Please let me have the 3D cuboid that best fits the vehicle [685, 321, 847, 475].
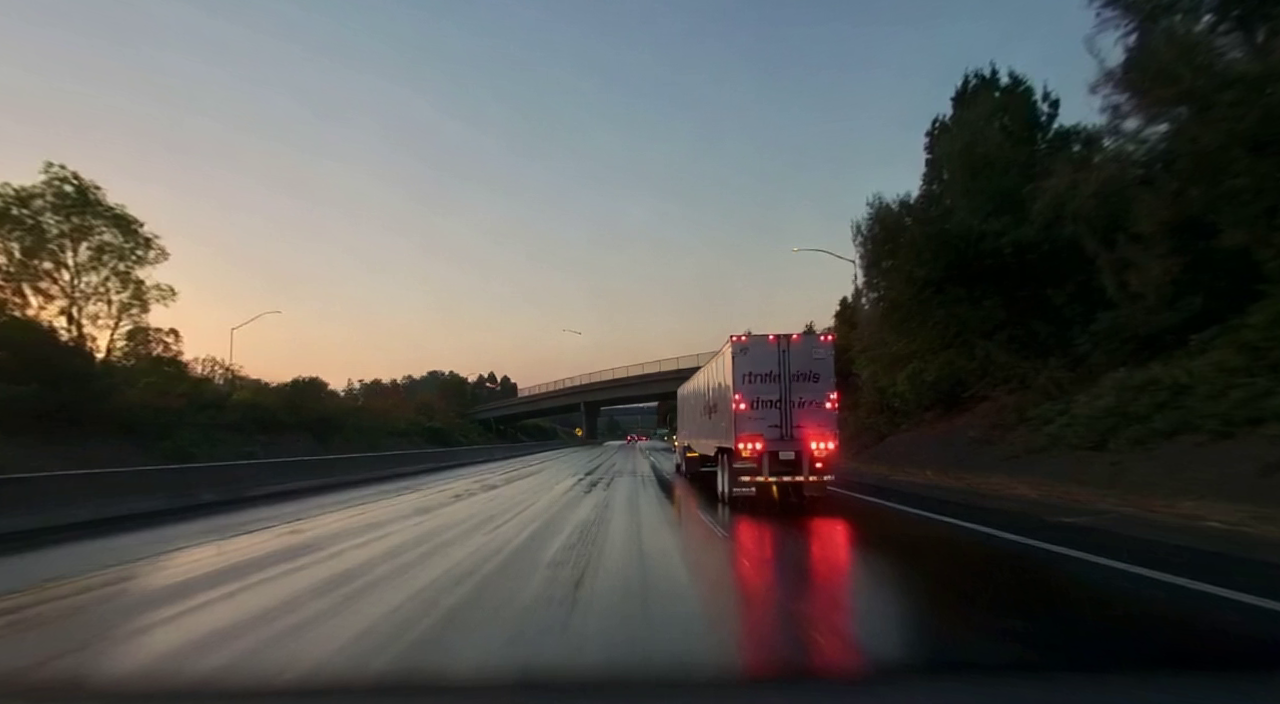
[{"bbox_3d":[3.673,1.989,22.904,2.850,3.894,13.987,0,-7,-1],"label":"vehicle"}]
